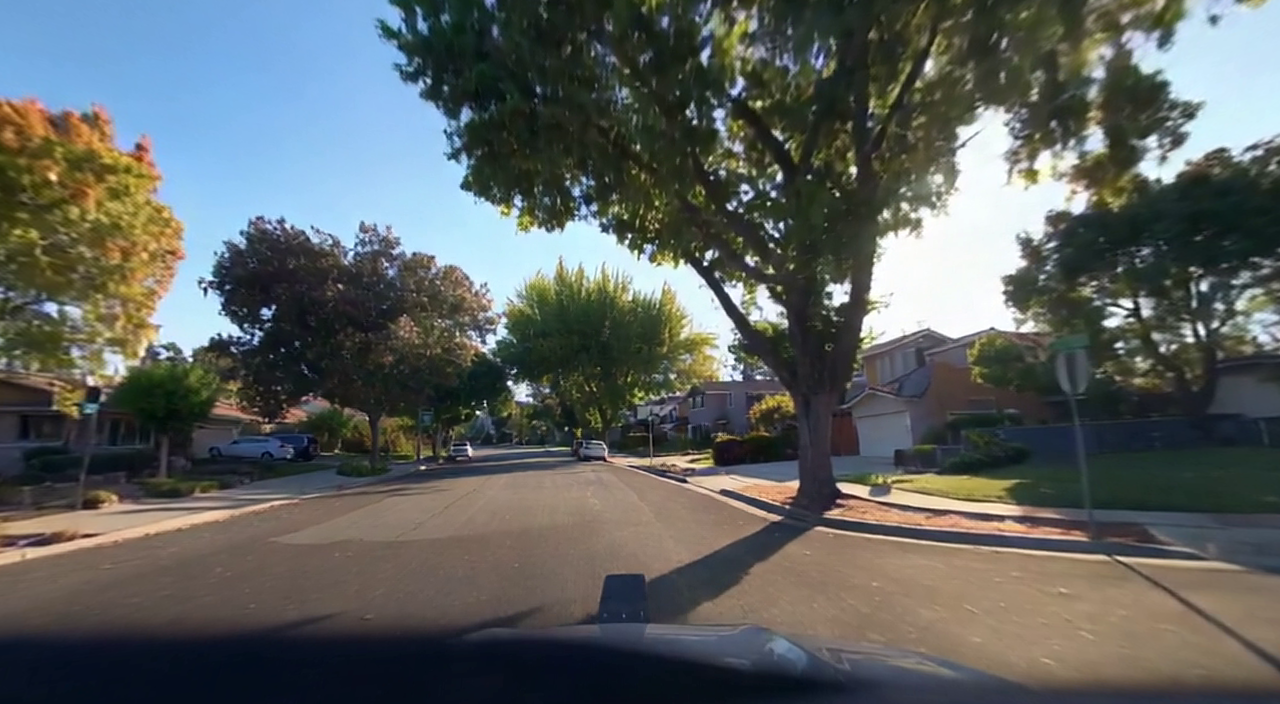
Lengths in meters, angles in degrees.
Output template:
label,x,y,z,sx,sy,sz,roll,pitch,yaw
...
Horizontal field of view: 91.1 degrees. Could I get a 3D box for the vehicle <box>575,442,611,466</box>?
label,x,y,z,sx,sy,sz,roll,pitch,yaw
vehicle,-3.153,6.673,41.430,2.088,1.429,4.796,1,-8,-7

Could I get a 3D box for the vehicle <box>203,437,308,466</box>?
label,x,y,z,sx,sy,sz,roll,pitch,yaw
vehicle,-20.806,5.370,34.122,4.344,1.483,1.928,0,-8,-4
